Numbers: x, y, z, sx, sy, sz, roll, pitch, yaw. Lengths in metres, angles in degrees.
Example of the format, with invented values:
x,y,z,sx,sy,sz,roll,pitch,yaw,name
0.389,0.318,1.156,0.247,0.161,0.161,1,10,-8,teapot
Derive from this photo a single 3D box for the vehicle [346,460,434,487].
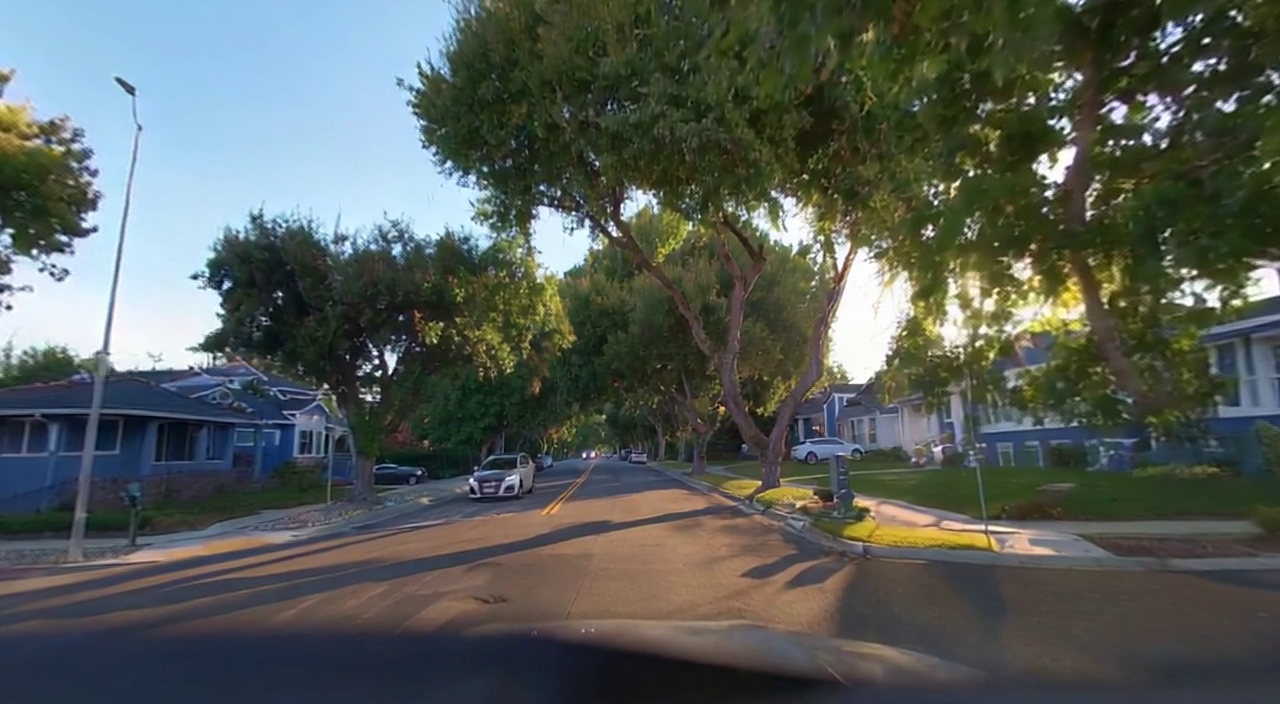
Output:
x,y,z,sx,sy,sz,roll,pitch,yaw,name
-14.920,7.258,37.748,4.487,1.464,1.889,-3,-11,8,vehicle

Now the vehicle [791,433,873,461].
x,y,z,sx,sy,sz,roll,pitch,yaw,name
11.407,5.672,37.837,4.389,1.480,2.038,-2,-6,8,vehicle

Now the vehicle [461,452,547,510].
x,y,z,sx,sy,sz,roll,pitch,yaw,name
-4.505,4.326,21.642,1.973,1.683,4.400,0,-8,0,vehicle
